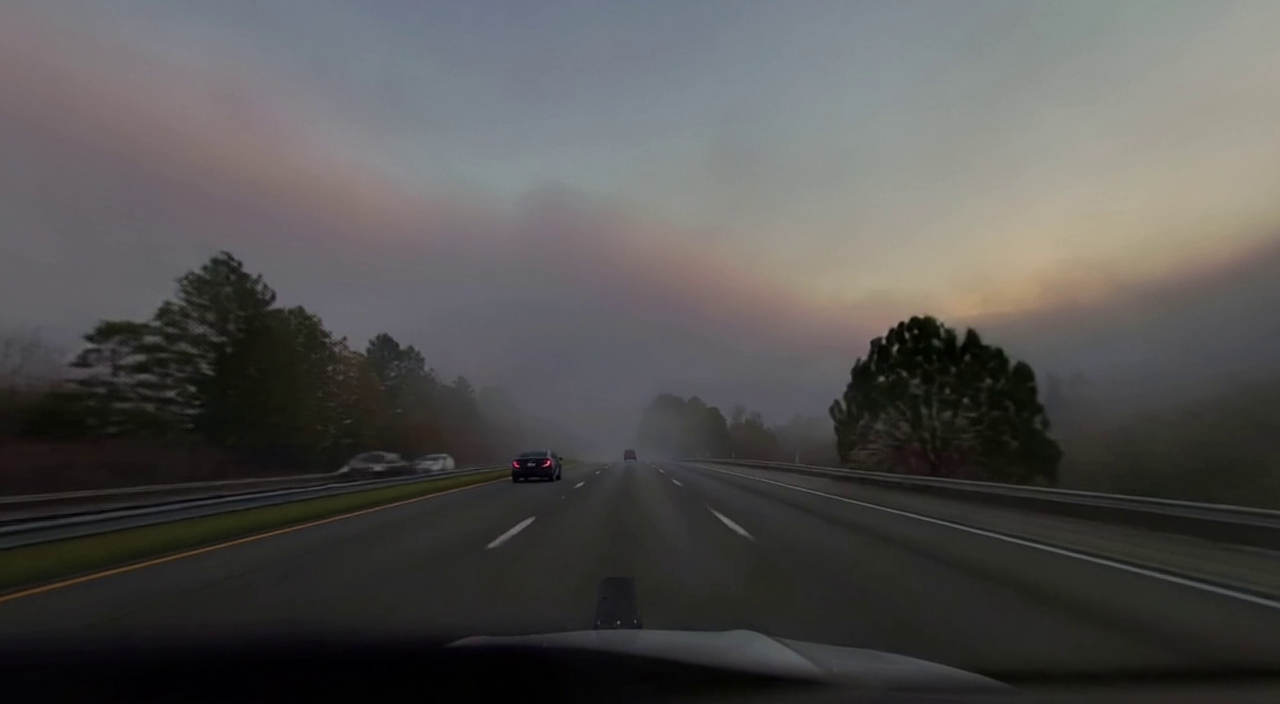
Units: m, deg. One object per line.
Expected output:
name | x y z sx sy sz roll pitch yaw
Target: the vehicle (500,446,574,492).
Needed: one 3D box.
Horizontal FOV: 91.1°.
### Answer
vehicle | -3.597 4.156 22.628 1.970 1.492 3.944 0 -9 0
